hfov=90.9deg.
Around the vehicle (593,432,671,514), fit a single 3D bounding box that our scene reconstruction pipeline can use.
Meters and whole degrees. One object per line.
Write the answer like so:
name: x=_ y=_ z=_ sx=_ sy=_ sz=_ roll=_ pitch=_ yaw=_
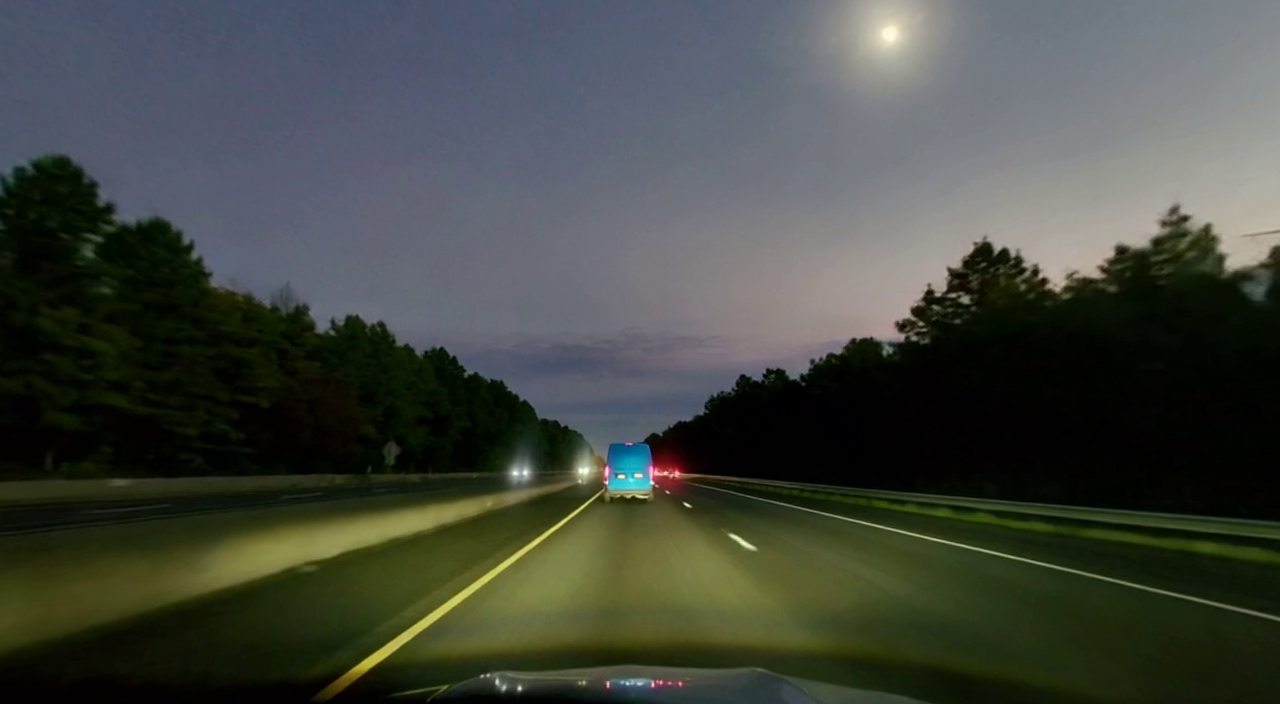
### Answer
vehicle: x=-0.384 y=4.249 z=22.355 sx=2.375 sy=2.432 sz=6.161 roll=1 pitch=-10 yaw=-3
